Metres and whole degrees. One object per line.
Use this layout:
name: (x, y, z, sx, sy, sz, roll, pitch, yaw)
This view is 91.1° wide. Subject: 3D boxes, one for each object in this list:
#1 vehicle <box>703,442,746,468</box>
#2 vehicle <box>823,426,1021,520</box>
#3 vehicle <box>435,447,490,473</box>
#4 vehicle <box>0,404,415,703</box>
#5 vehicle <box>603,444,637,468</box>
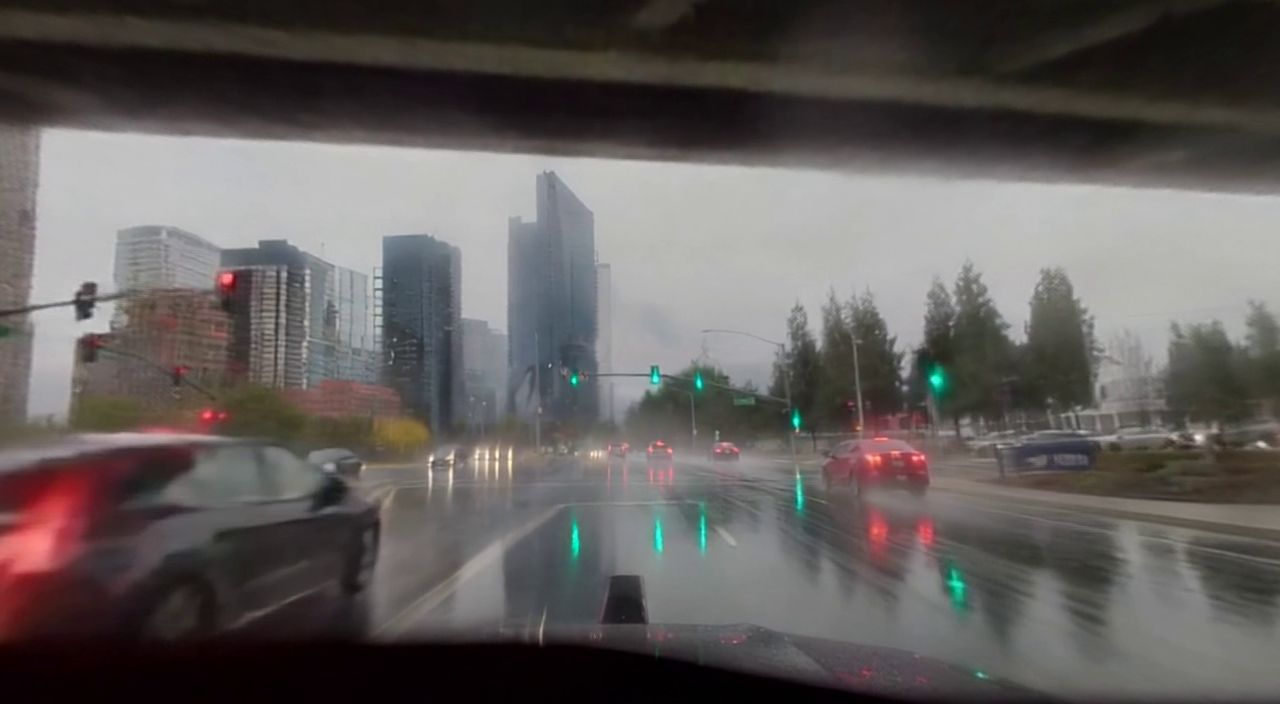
vehicle: (5.205, 6.376, 39.095, 1.924, 1.527, 4.268, 0, -8, -2)
vehicle: (5.613, 2.453, 13.305, 2.056, 1.624, 4.498, 0, -8, -1)
vehicle: (-11.071, 6.754, 39.467, 1.986, 1.505, 4.693, 0, -8, 1)
vehicle: (-3.407, 1.261, 4.400, 1.836, 1.518, 4.727, 0, -8, 1)
vehicle: (-1.269, 6.542, 39.754, 2.026, 1.453, 3.780, 0, -8, -2)
